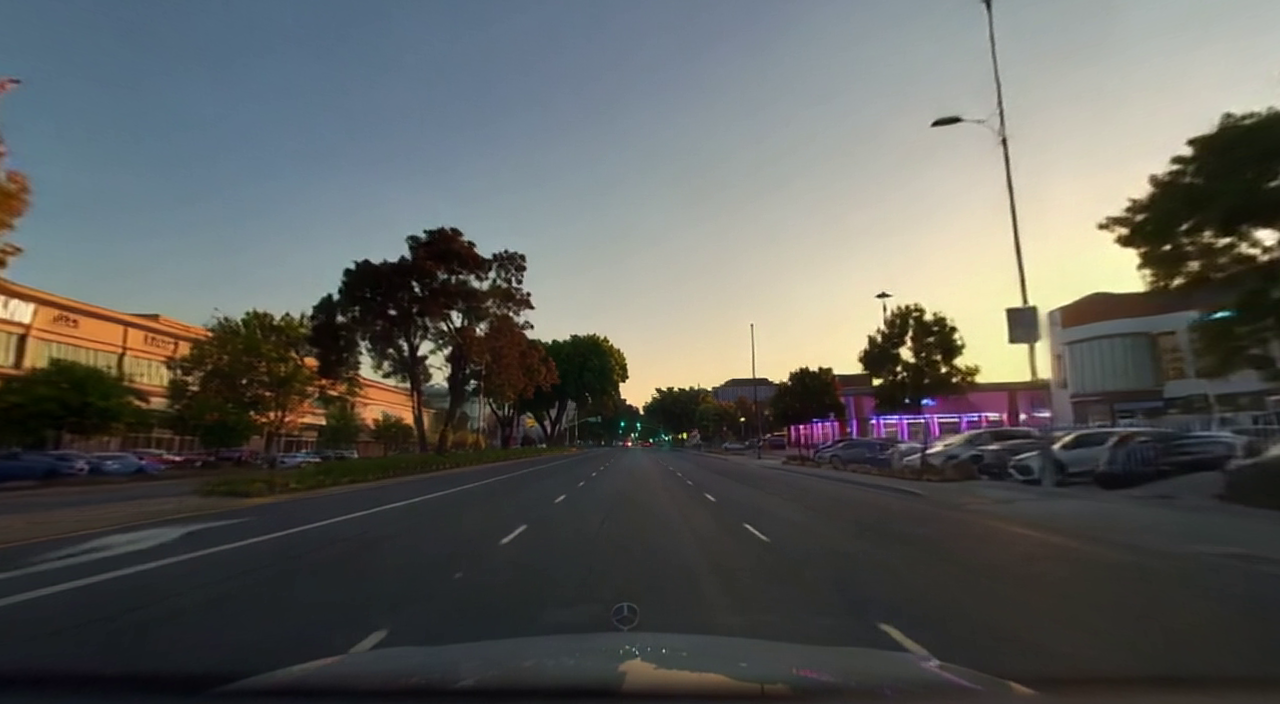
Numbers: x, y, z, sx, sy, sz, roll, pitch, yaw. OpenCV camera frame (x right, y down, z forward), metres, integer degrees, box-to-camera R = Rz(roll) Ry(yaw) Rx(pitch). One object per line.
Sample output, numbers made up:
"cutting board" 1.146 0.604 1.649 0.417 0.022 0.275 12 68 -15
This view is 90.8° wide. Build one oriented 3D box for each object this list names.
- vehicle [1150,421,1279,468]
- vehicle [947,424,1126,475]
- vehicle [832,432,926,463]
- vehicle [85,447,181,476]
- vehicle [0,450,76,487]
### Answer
"vehicle" 24.399 3.871 26.478 1.917 1.772 5.073 0 -8 2
"vehicle" 14.325 3.553 23.071 5.134 1.732 2.047 0 -8 0
"vehicle" 13.381 5.366 35.506 4.386 1.570 2.043 -1 -9 -2
"vehicle" -30.775 6.652 38.414 4.189 1.678 1.887 0 -8 1
"vehicle" -30.693 5.633 30.793 4.441 1.667 2.223 -1 -8 6
